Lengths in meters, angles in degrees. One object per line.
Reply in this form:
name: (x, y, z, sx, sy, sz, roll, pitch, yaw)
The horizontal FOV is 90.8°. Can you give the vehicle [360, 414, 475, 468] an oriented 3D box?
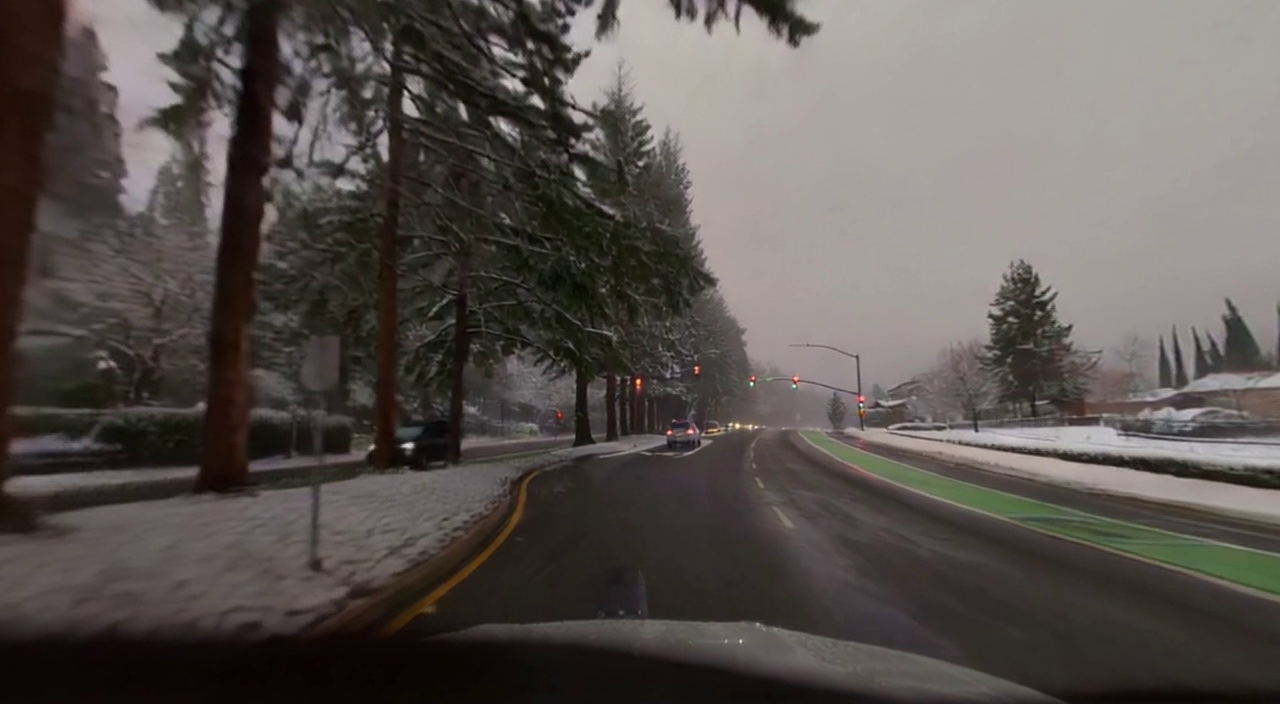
vehicle: (-8.341, 3.452, 24.265, 2.182, 1.843, 4.604, -1, -9, 8)
